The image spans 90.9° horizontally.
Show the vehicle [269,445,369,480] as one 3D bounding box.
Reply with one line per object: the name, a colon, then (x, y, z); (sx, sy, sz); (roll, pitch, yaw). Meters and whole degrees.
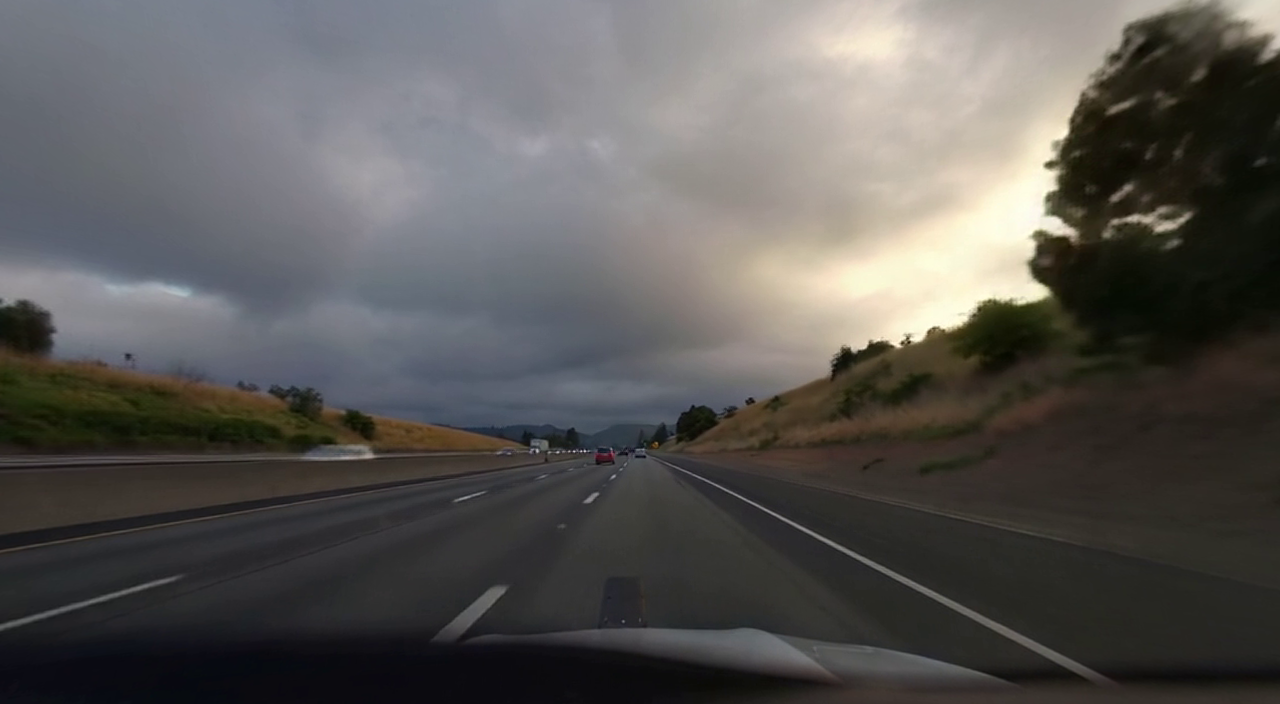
vehicle: (-14.953, 5.149, 29.703); (2.188, 1.465, 4.763); (0, -9, 0)
